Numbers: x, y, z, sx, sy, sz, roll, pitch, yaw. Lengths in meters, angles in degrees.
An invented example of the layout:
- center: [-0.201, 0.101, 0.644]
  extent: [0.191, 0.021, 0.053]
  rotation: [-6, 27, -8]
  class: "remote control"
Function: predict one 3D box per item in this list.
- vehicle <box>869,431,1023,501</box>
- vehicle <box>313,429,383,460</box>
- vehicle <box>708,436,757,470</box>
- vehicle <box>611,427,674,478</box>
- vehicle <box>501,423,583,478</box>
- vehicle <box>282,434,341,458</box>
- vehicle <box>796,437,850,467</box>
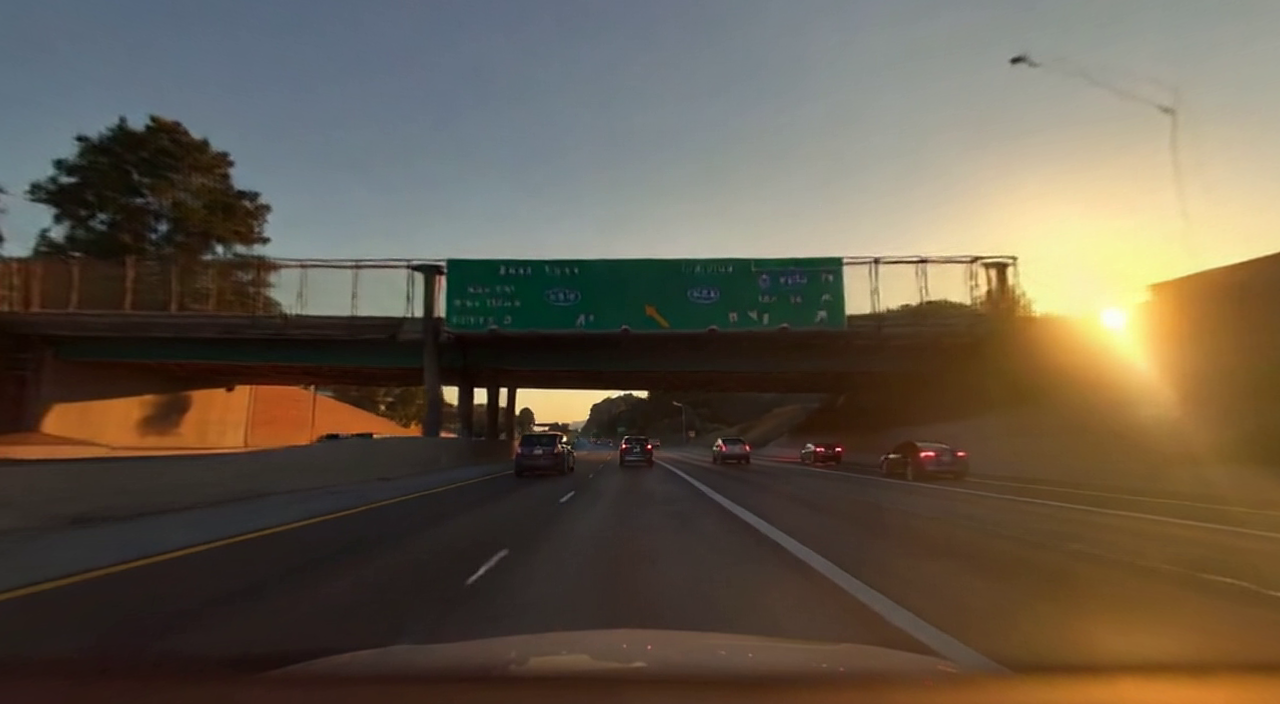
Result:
- center: [7.736, 2.907, 16.429]
  extent: [1.989, 1.569, 3.964]
  rotation: [0, -9, 0]
  class: "vehicle"
- center: [-18.166, 5.781, 39.413]
  extent: [2.029, 1.791, 4.668]
  rotation: [0, -9, 2]
  class: "vehicle"
- center: [4.897, 5.448, 33.979]
  extent: [2.022, 1.682, 4.226]
  rotation: [0, -9, 0]
  class: "vehicle"
- center: [0.086, 3.760, 23.752]
  extent: [2.181, 1.728, 3.970]
  rotation: [0, -9, 0]
  class: "vehicle"
- center: [-3.448, 3.622, 23.272]
  extent: [2.199, 1.777, 4.790]
  rotation: [0, -9, 1]
  class: "vehicle"
- center: [-24.220, 6.931, 46.586]
  extent: [1.939, 1.654, 4.333]
  rotation: [0, -9, 1]
  class: "vehicle"
- center: [11.392, 6.277, 39.540]
  extent: [2.010, 1.765, 4.375]
  rotation: [0, -9, -1]
  class: "vehicle"
